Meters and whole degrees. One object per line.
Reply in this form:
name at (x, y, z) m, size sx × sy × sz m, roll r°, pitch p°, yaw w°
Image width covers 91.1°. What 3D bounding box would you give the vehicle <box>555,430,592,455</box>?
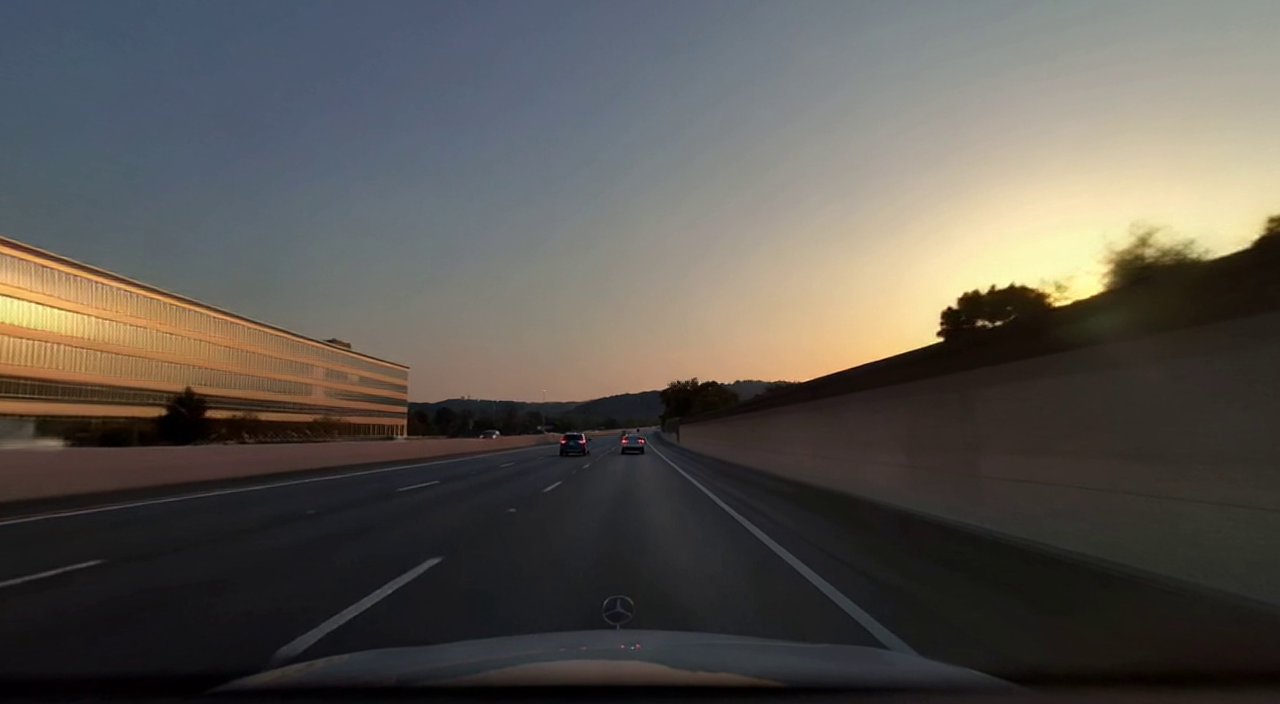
vehicle at (-4.580, 6.252, 43.658) m, size 2.036 × 1.612 × 4.510 m, roll 0°, pitch -8°, yaw 0°
